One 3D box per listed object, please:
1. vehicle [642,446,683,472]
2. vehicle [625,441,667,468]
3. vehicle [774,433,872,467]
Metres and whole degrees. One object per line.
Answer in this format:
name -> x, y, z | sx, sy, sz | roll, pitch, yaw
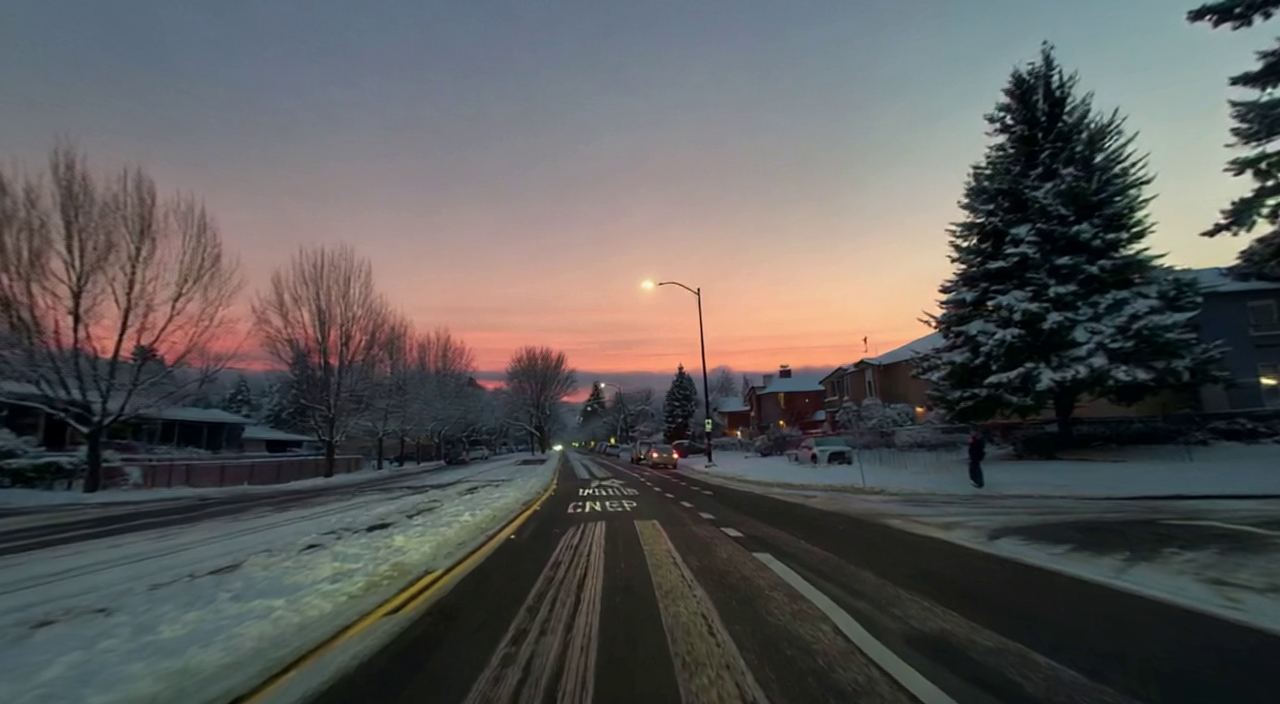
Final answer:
vehicle -> 1.369, 6.720, 39.908 | 1.919, 1.474, 4.370 | 1, -9, -7
vehicle -> 0.351, 7.506, 46.560 | 2.293, 1.858, 5.868 | 1, -9, -7
vehicle -> 9.485, 5.094, 32.934 | 4.492, 1.619, 1.849 | -6, -10, 32
